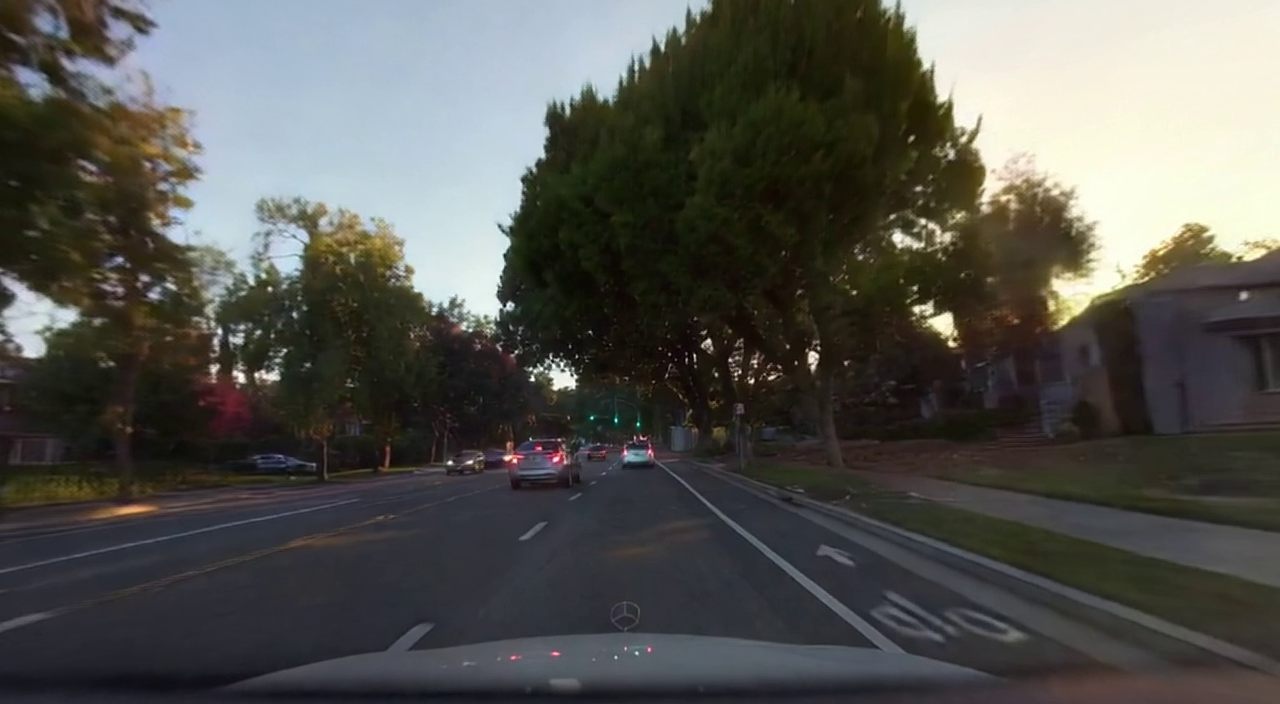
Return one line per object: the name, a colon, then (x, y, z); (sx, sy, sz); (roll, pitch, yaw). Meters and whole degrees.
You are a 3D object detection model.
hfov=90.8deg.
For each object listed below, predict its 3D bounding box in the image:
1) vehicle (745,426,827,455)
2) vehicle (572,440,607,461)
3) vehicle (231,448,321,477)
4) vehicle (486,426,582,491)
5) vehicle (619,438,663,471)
vehicle: (11.068, 6.740, 48.212); (5.552, 2.070, 2.533); (0, -8, -4)
vehicle: (-3.769, 7.491, 48.078); (2.268, 1.522, 4.350); (0, -8, 0)
vehicle: (-22.287, 6.747, 38.774); (4.203, 1.693, 2.072); (0, -8, 1)
vehicle: (-3.138, 3.288, 19.746); (2.157, 1.771, 4.452); (0, -8, 1)
vehicle: (0.003, 5.106, 31.702); (2.062, 1.518, 3.901); (0, -8, -1)
